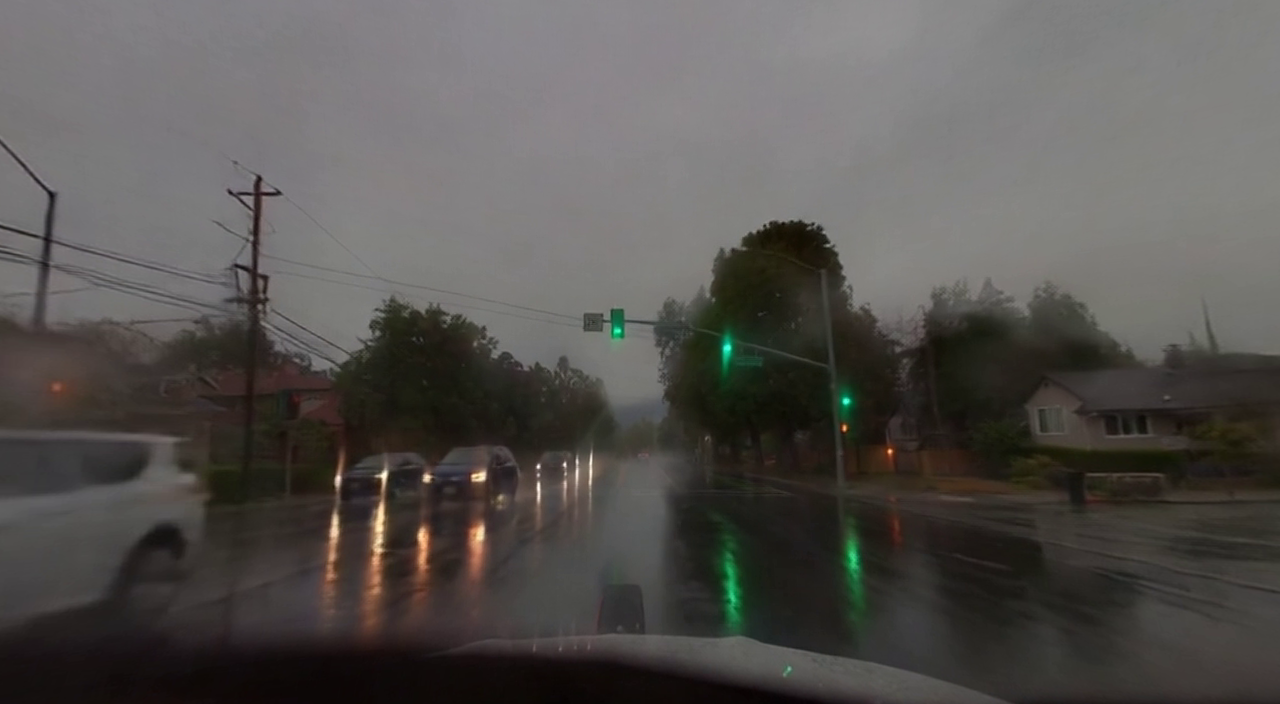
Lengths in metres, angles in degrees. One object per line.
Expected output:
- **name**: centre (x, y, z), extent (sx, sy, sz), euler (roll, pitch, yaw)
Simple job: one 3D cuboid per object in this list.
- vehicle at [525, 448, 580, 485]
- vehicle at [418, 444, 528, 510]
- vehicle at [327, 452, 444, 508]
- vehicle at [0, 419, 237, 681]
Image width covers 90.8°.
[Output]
- **vehicle**: centre (-4.440, 5.876, 32.736), extent (2.095, 1.731, 4.462), euler (0, -8, 1)
- **vehicle**: centre (-4.603, 3.474, 18.104), extent (1.999, 1.652, 3.962), euler (0, -8, 1)
- **vehicle**: centre (-8.087, 4.064, 20.537), extent (1.994, 1.542, 4.184), euler (0, -8, 1)
- **vehicle**: centre (-4.615, 1.110, 3.492), extent (2.003, 1.462, 4.220), euler (0, -8, -1)
